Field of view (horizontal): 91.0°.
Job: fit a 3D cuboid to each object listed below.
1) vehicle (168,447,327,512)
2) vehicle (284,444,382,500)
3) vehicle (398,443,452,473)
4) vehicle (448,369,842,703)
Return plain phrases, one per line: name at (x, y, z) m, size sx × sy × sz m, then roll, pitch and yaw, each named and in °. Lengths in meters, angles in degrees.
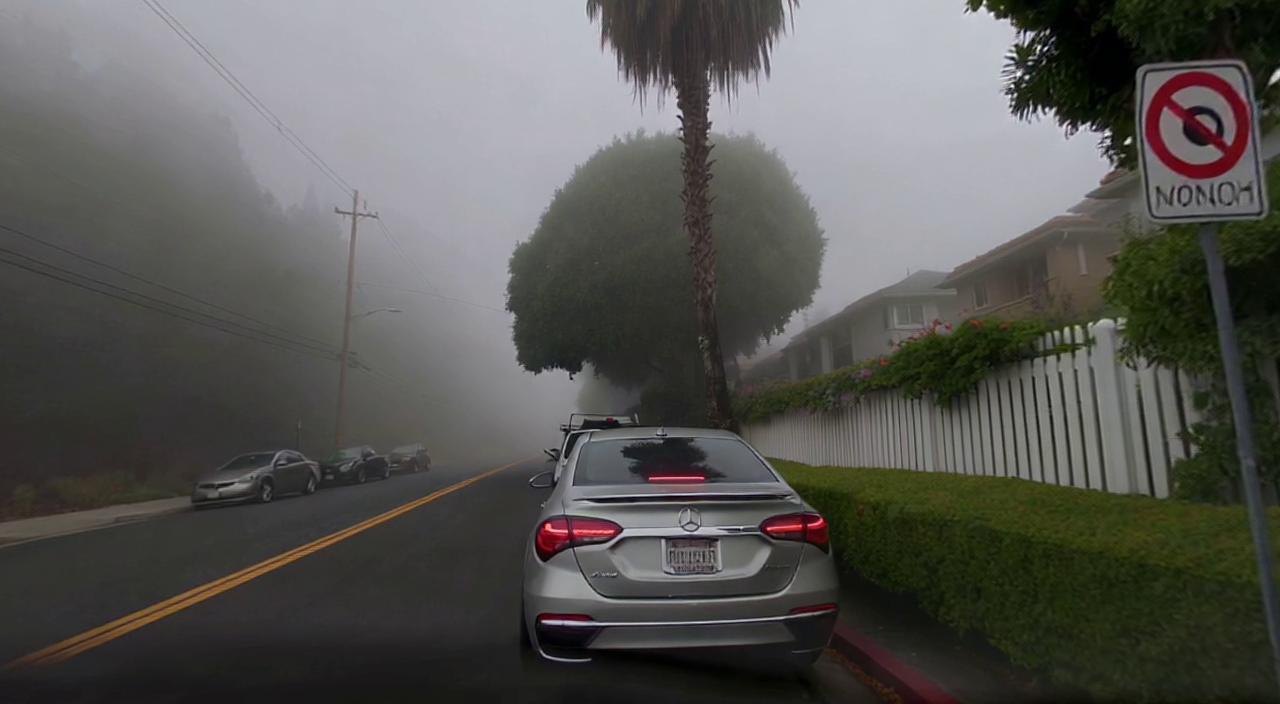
vehicle at (-11.379, 3.662, 18.797) m, size 2.017 × 1.627 × 5.039 m, roll 1°, pitch -8°, yaw -7°
vehicle at (-12.131, 4.716, 25.254) m, size 2.048 × 1.485 × 4.757 m, roll -4°, pitch -4°, yaw -7°
vehicle at (-13.131, 6.475, 38.717) m, size 2.060 × 1.689 × 4.999 m, roll 1°, pitch -8°, yaw -7°
vehicle at (-0.134, 1.215, 4.992) m, size 1.894 × 1.695 × 3.795 m, roll 1°, pitch -8°, yaw -6°
